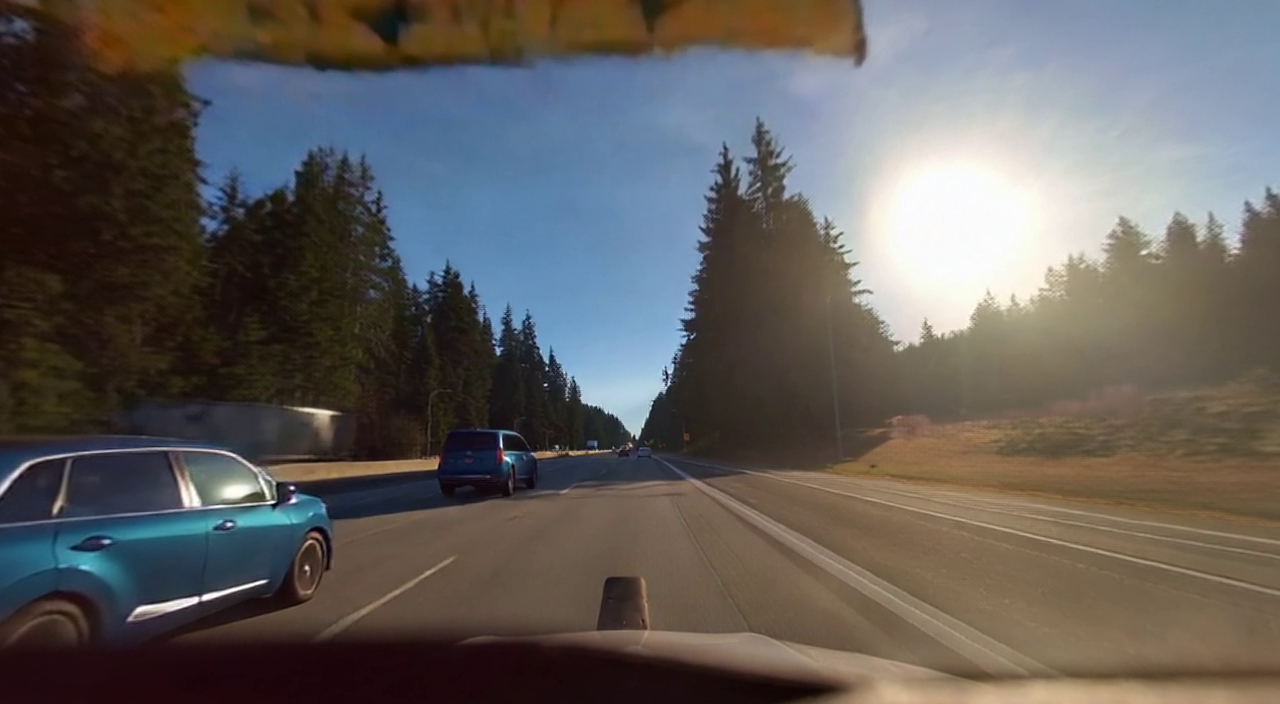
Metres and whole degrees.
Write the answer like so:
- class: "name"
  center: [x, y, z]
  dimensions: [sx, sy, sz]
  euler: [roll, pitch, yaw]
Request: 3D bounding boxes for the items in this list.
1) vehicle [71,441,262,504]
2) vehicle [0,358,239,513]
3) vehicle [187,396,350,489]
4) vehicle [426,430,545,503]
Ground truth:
- class: "vehicle"
  center: [-13.364, 3.377, 18.289]
  dimensions: [1.804, 1.556, 4.752]
  euler: [0, -8, 0]
- class: "vehicle"
  center: [-17.942, 2.785, 20.472]
  dimensions: [2.967, 3.942, 10.400]
  euler: [0, -8, 0]
- class: "vehicle"
  center: [-17.820, 4.466, 31.181]
  dimensions: [2.829, 3.952, 8.217]
  euler: [0, -8, 1]
- class: "vehicle"
  center: [-4.100, 3.102, 17.594]
  dimensions: [2.084, 1.752, 4.479]
  euler: [0, -8, 1]
